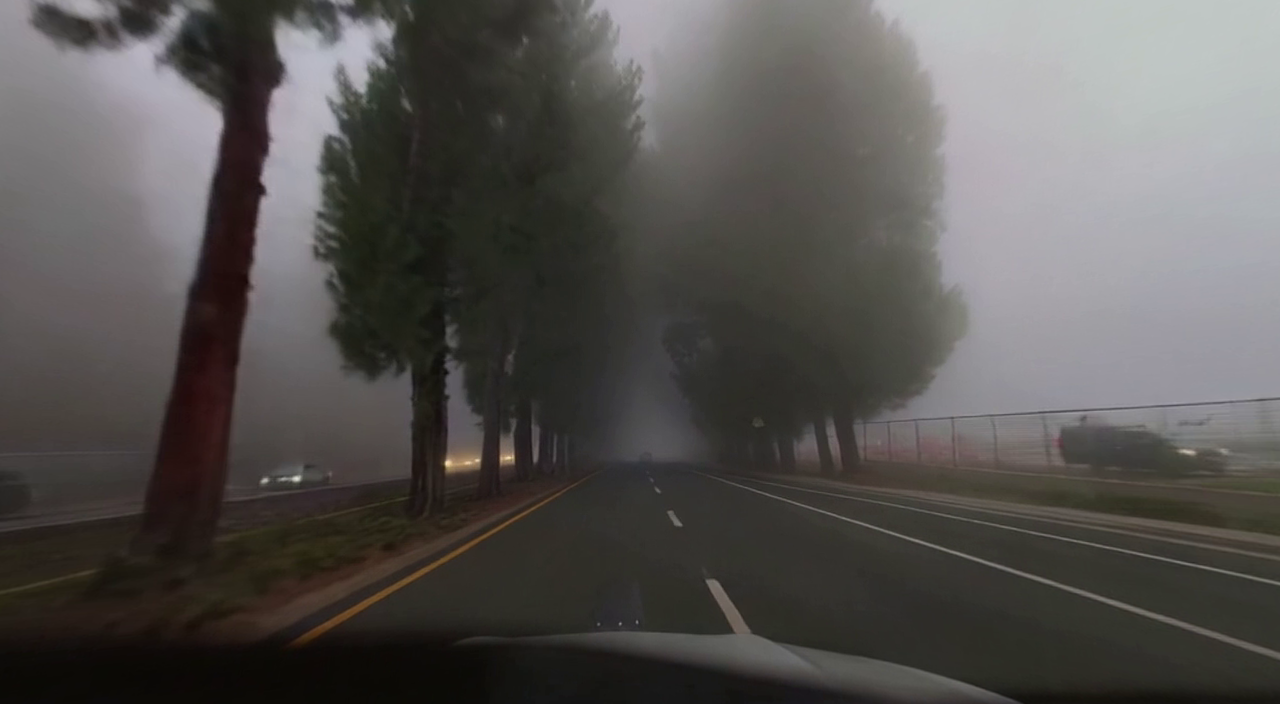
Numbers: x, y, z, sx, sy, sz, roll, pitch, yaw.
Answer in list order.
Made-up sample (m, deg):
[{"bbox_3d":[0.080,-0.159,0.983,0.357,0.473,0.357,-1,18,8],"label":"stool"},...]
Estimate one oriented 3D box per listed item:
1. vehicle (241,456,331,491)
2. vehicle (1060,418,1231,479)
[{"bbox_3d":[-17.121,5.878,30.746,1.845,1.478,4.574,0,-8,-2],"label":"vehicle"},{"bbox_3d":[16.562,3.127,21.010,1.855,1.670,4.616,-4,-6,1],"label":"vehicle"}]
